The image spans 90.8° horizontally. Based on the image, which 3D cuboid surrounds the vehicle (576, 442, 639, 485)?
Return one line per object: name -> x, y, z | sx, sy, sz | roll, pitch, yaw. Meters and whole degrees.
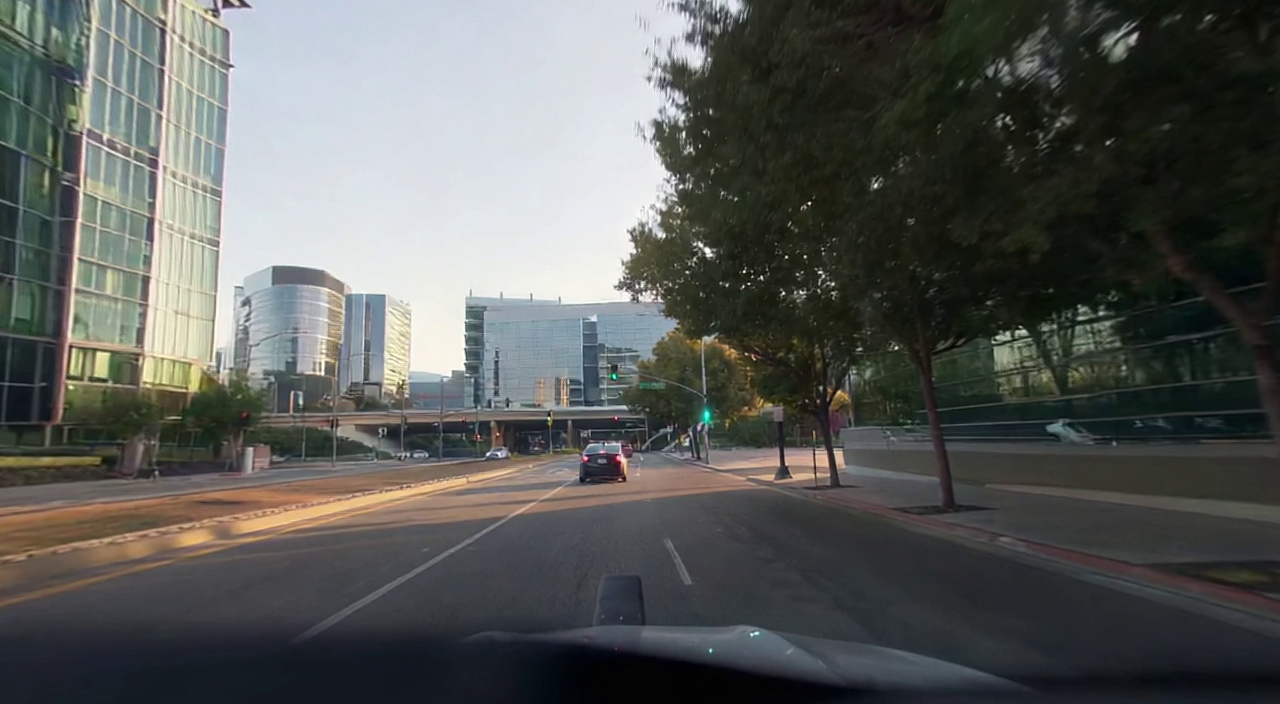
vehicle -> -1.175, 4.193, 24.134 | 2.154, 1.465, 4.532 | 0, -9, -1
